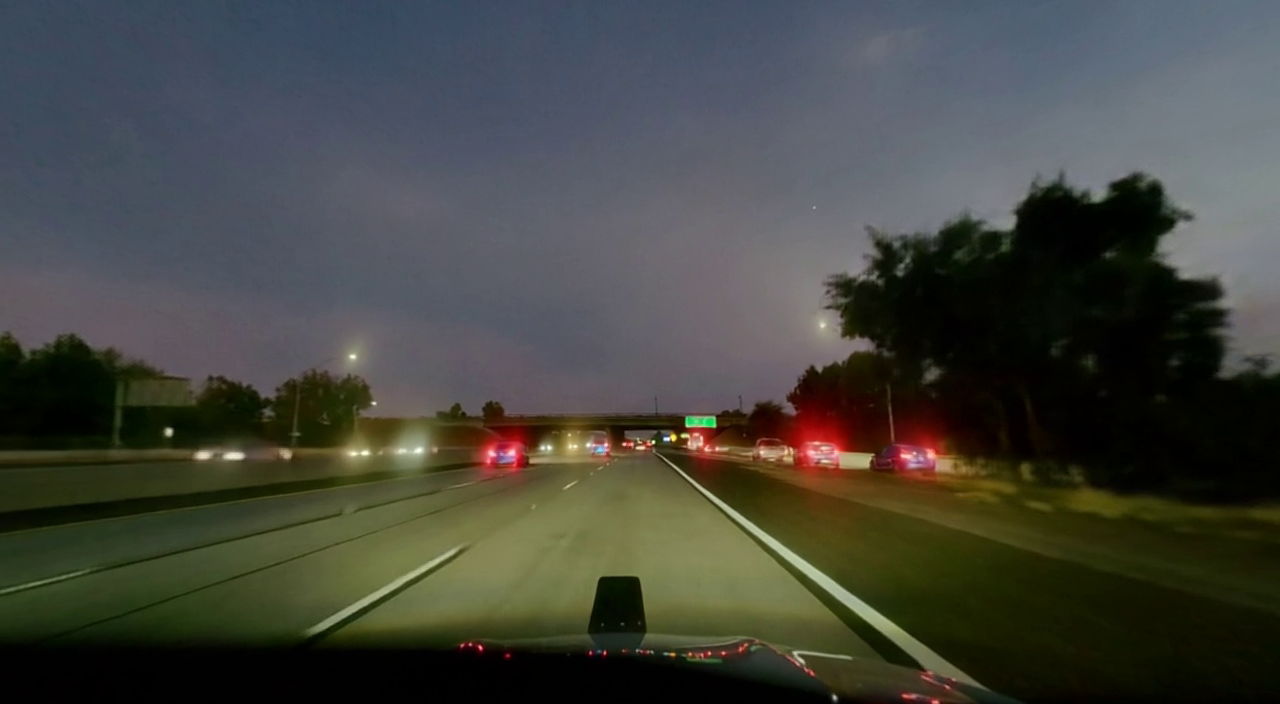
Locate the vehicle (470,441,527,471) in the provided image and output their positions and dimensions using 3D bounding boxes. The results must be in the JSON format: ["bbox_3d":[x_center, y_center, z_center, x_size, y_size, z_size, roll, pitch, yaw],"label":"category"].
[{"bbox_3d":[-7.424,5.486,33.608,1.987,1.486,4.174,0,-8,1],"label":"vehicle"}]

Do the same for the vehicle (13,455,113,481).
[{"bbox_3d":[-37.193,7.474,40.822,1.815,1.467,4.660,-1,-8,5],"label":"vehicle"}]

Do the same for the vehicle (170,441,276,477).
[{"bbox_3d":[-20.837,5.364,31.827,2.012,1.650,4.810,0,-8,1],"label":"vehicle"}]

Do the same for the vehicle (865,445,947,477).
[{"bbox_3d":[13.711,5.621,32.794,2.000,1.515,4.188,1,-8,-8],"label":"vehicle"}]
